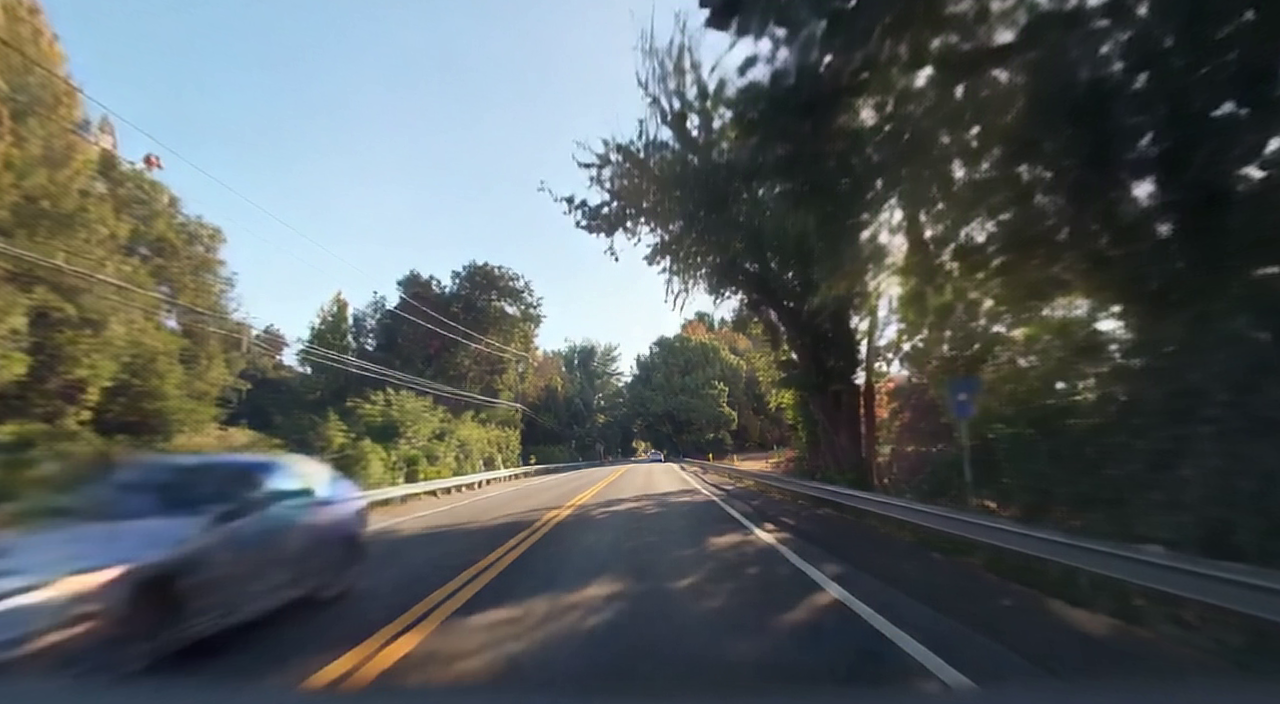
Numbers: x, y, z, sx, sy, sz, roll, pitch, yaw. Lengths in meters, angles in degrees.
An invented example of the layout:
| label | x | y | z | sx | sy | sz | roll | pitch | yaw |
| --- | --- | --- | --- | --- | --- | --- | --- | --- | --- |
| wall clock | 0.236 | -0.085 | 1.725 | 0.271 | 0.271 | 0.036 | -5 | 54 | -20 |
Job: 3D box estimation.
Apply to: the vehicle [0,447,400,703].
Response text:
| label | x | y | z | sx | sy | sz | roll | pitch | yaw |
| --- | --- | --- | --- | --- | --- | --- | --- | --- | --- |
| vehicle | -3.676 | 1.453 | 4.681 | 1.937 | 1.473 | 4.570 | 0 | -8 | 1 |
